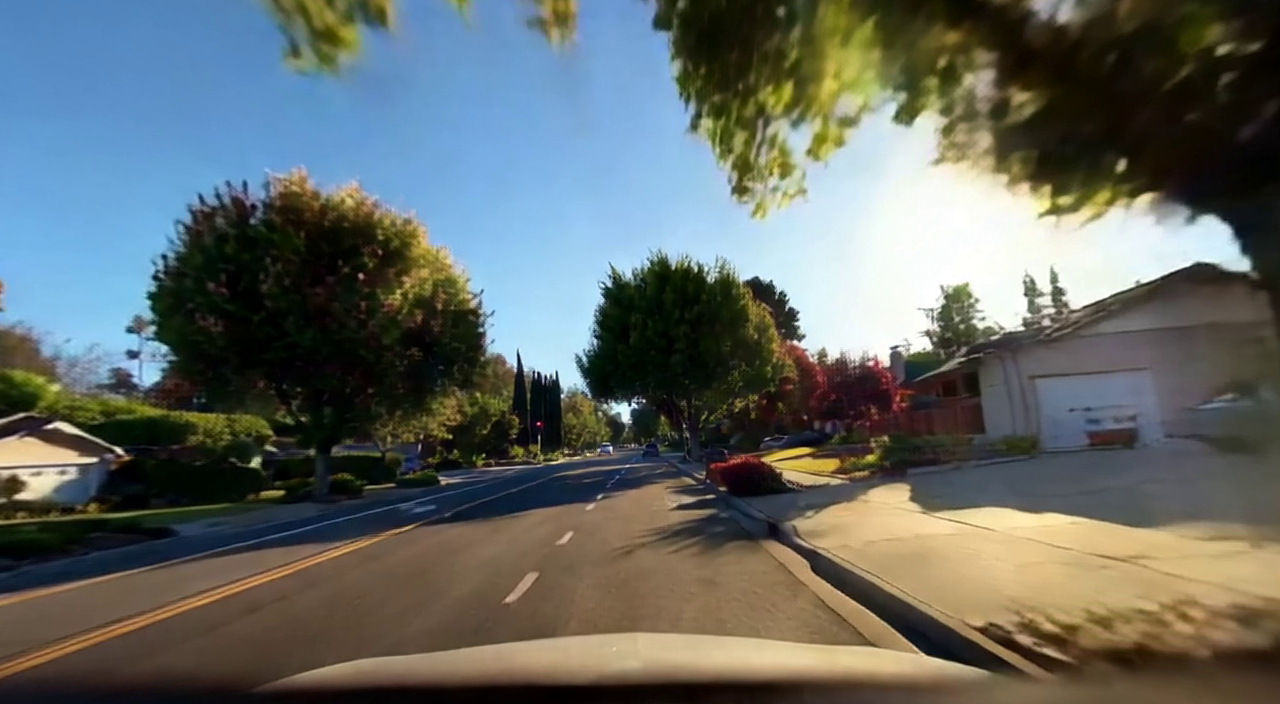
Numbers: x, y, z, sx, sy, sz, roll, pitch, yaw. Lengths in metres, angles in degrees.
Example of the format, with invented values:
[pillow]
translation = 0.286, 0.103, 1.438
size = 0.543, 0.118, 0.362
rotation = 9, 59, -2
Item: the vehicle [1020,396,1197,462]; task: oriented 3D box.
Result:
[vehicle]
translation = 14.305, 2.379, 19.334
size = 3.917, 1.454, 1.725
rotation = -7, -8, 0
